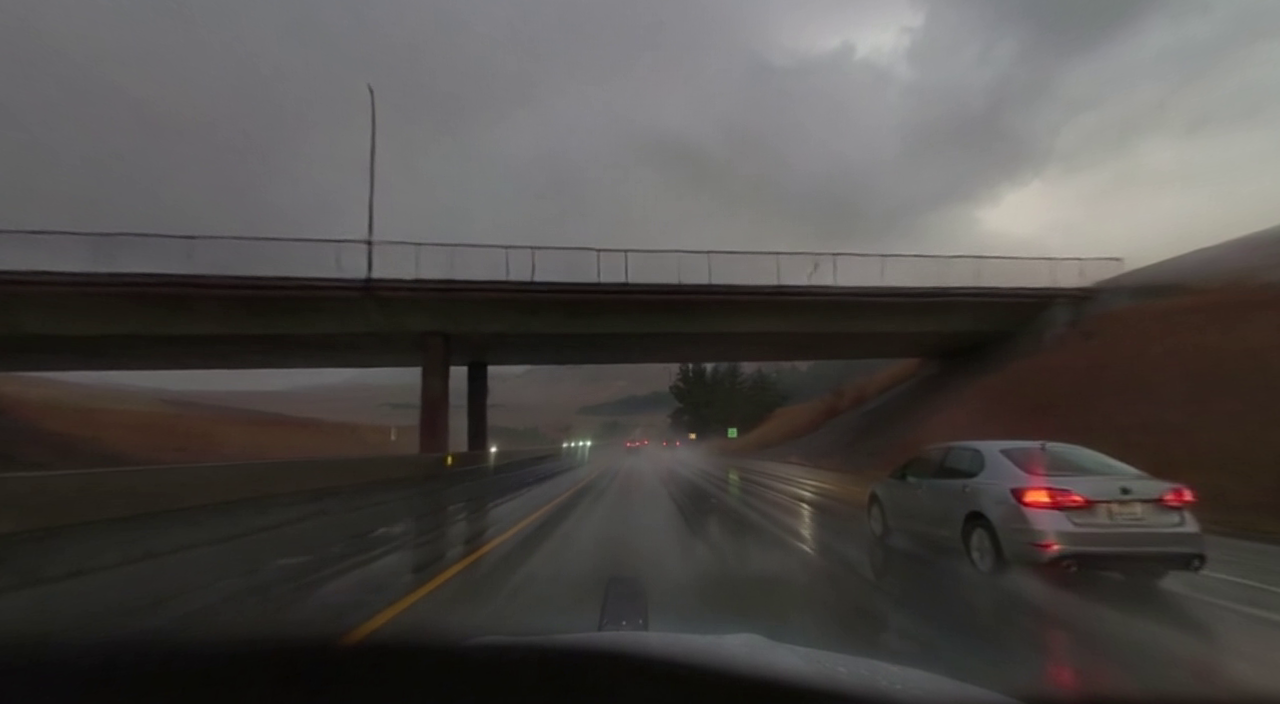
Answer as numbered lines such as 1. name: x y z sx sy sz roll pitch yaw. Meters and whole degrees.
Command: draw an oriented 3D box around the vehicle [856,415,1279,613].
1. vehicle: 4.370 1.584 7.253 2.027 1.487 4.718 0 -8 -1
